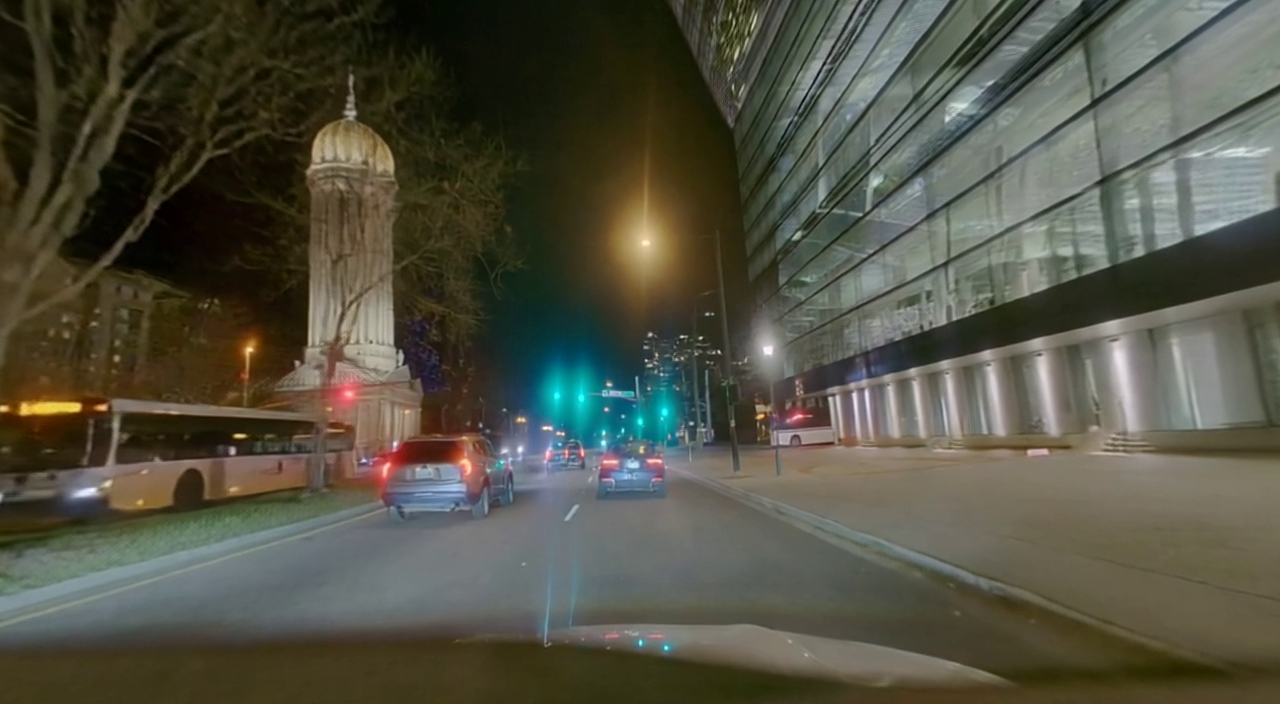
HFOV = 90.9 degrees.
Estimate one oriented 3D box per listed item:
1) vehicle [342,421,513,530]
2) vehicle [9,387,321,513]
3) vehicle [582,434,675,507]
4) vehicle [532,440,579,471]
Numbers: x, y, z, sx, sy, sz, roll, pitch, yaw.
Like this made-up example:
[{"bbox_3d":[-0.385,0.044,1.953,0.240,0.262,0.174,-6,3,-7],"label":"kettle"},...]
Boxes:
[{"bbox_3d":[-3.605,2.162,11.486,1.848,1.641,3.686,0,-9,-1],"label":"vehicle"},{"bbox_3d":[-14.980,3.315,21.576,3.063,3.298,9.918,0,-9,-1],"label":"vehicle"},{"bbox_3d":[-0.328,2.768,15.166,1.933,1.504,3.802,1,-9,-3],"label":"vehicle"},{"bbox_3d":[-4.299,5.343,32.731,1.961,1.517,4.202,0,-9,-2],"label":"vehicle"}]
